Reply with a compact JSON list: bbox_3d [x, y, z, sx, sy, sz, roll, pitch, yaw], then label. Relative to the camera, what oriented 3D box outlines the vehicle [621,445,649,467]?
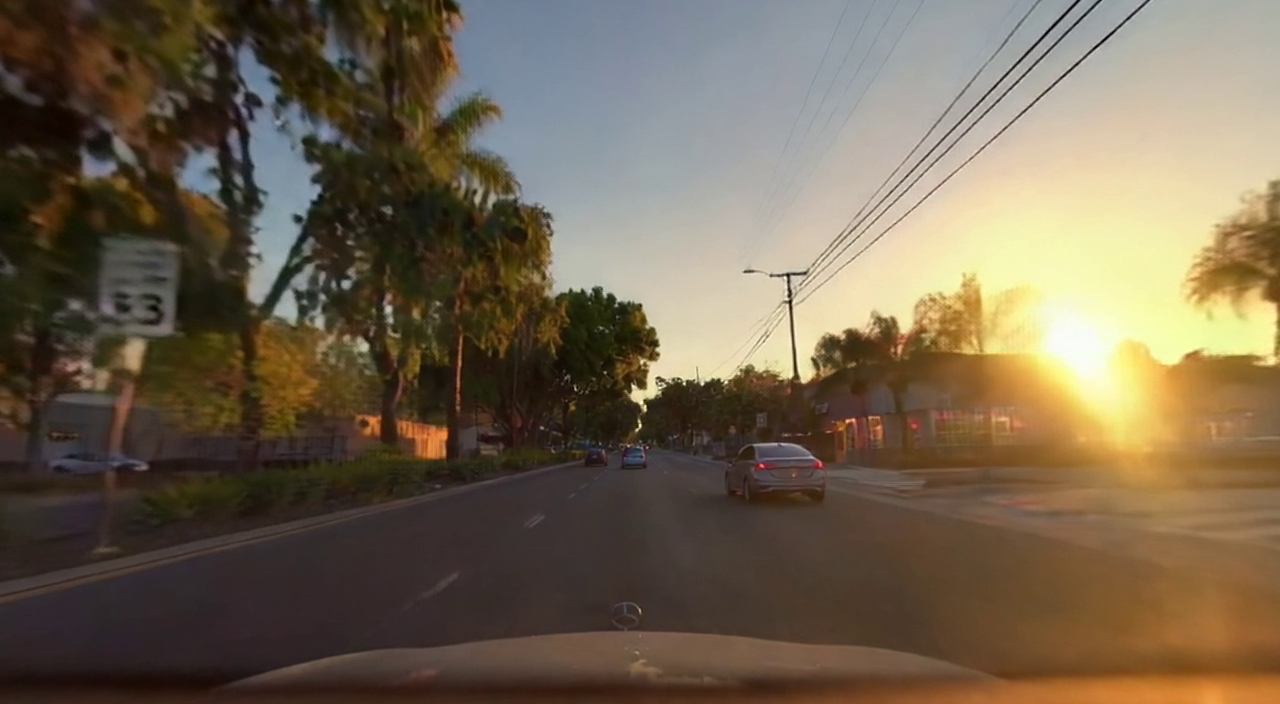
[{"bbox_3d":[-0.414,8.013,48.882,2.102,1.653,3.698,0,-9,-1],"label":"vehicle"}]

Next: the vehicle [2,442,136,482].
[{"bbox_3d":[-31.995,6.173,35.760,2.210,2.068,5.774,0,-9,-1],"label":"vehicle"}]

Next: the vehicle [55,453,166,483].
[{"bbox_3d":[-29.162,6.402,35.028,1.958,1.476,4.576,-2,-10,5],"label":"vehicle"}]

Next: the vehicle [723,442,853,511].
[{"bbox_3d":[3.553,3.082,16.186,2.090,1.503,4.566,0,-9,-2],"label":"vehicle"}]
